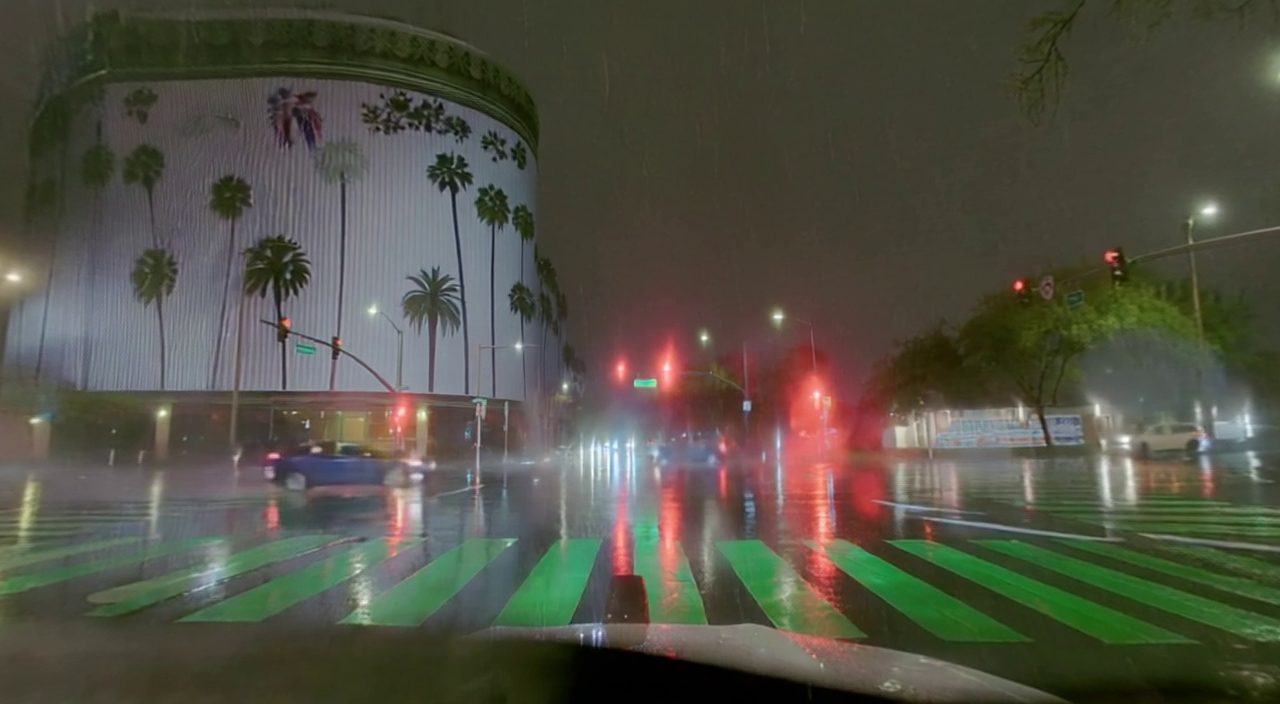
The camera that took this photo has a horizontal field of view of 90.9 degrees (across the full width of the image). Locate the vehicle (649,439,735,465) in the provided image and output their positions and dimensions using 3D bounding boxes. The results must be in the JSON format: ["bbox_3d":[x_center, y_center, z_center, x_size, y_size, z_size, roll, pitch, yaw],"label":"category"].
[{"bbox_3d":[2.962,5.842,36.819,4.893,1.458,1.791,0,-8,1],"label":"vehicle"}]

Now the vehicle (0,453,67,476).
[{"bbox_3d":[-41.680,7.612,42.784,3.698,1.508,1.779,0,-8,1],"label":"vehicle"}]

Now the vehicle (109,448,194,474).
[{"bbox_3d":[-33.076,7.395,42.765,4.136,1.661,1.857,0,-8,0],"label":"vehicle"}]

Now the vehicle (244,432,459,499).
[{"bbox_3d":[-7.703,3.061,17.164,4.875,1.669,1.953,-1,-8,3],"label":"vehicle"}]

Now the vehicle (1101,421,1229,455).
[{"bbox_3d":[30.588,5.049,36.839,5.477,1.880,2.125,0,-8,1],"label":"vehicle"}]
